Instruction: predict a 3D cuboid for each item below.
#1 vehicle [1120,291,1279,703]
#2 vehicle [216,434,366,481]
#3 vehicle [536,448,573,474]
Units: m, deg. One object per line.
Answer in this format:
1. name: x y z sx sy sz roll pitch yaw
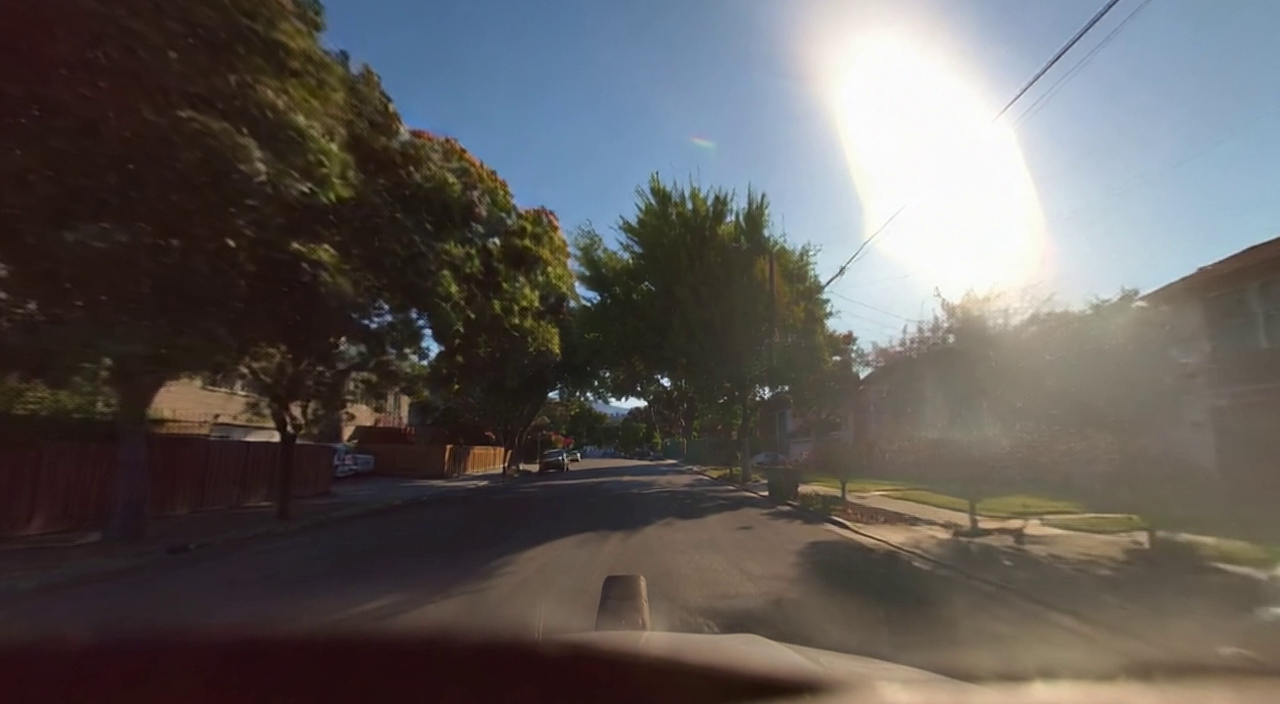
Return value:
1. vehicle: 3.161 0.502 0.183 2.122 1.997 4.800 0 -9 -1
2. vehicle: -14.429 4.392 26.234 4.928 1.844 2.163 0 -9 -3
3. vehicle: -6.025 7.742 44.548 1.998 1.742 4.210 0 -9 1
